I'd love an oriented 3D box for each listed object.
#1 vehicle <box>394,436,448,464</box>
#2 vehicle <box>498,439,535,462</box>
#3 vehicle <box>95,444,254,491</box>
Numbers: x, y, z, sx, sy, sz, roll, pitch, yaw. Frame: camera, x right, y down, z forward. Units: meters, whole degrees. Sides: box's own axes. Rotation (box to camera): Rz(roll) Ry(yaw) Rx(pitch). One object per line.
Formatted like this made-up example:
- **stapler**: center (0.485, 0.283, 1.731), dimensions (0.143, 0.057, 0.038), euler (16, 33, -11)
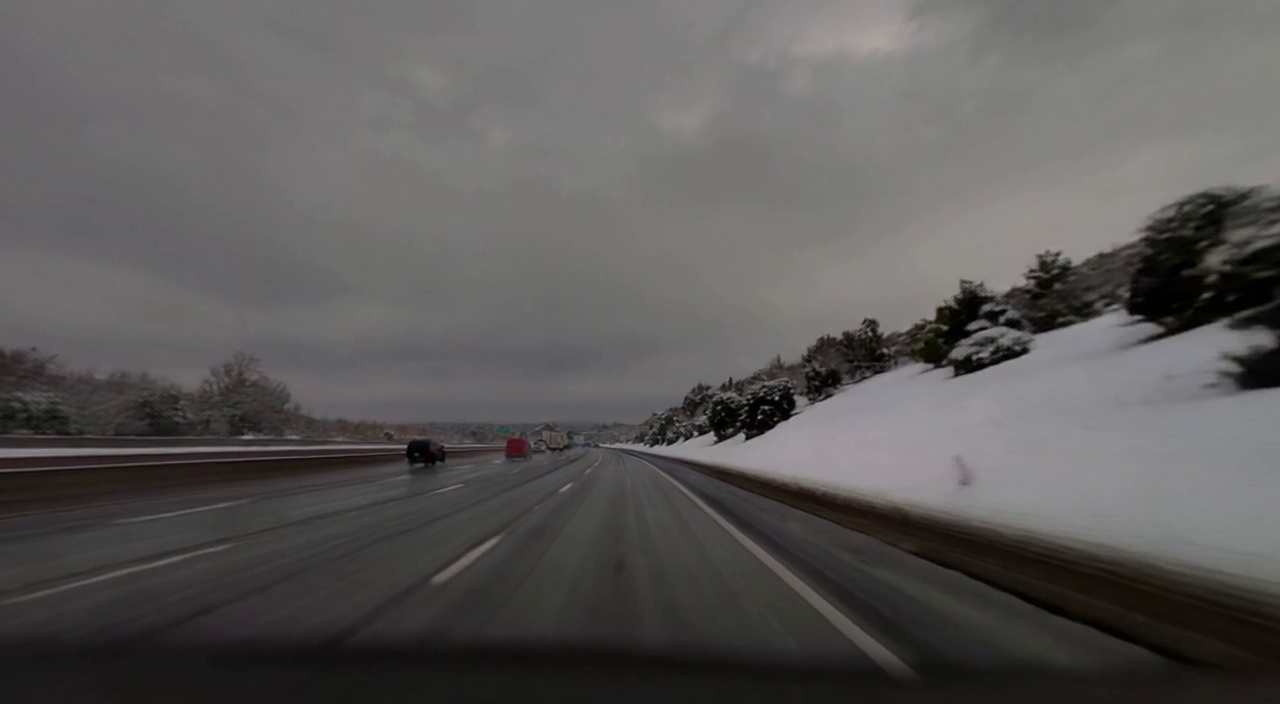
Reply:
- **vehicle**: center (-16.107, 7.216, 46.757), dimensions (2.240, 1.953, 5.452), euler (0, -8, -2)
- **vehicle**: center (-9.563, 7.636, 49.138), dimensions (2.104, 1.715, 4.319), euler (0, -8, -2)
- **vehicle**: center (-15.531, 3.842, 21.472), dimensions (1.955, 1.429, 4.575), euler (0, -8, -1)
